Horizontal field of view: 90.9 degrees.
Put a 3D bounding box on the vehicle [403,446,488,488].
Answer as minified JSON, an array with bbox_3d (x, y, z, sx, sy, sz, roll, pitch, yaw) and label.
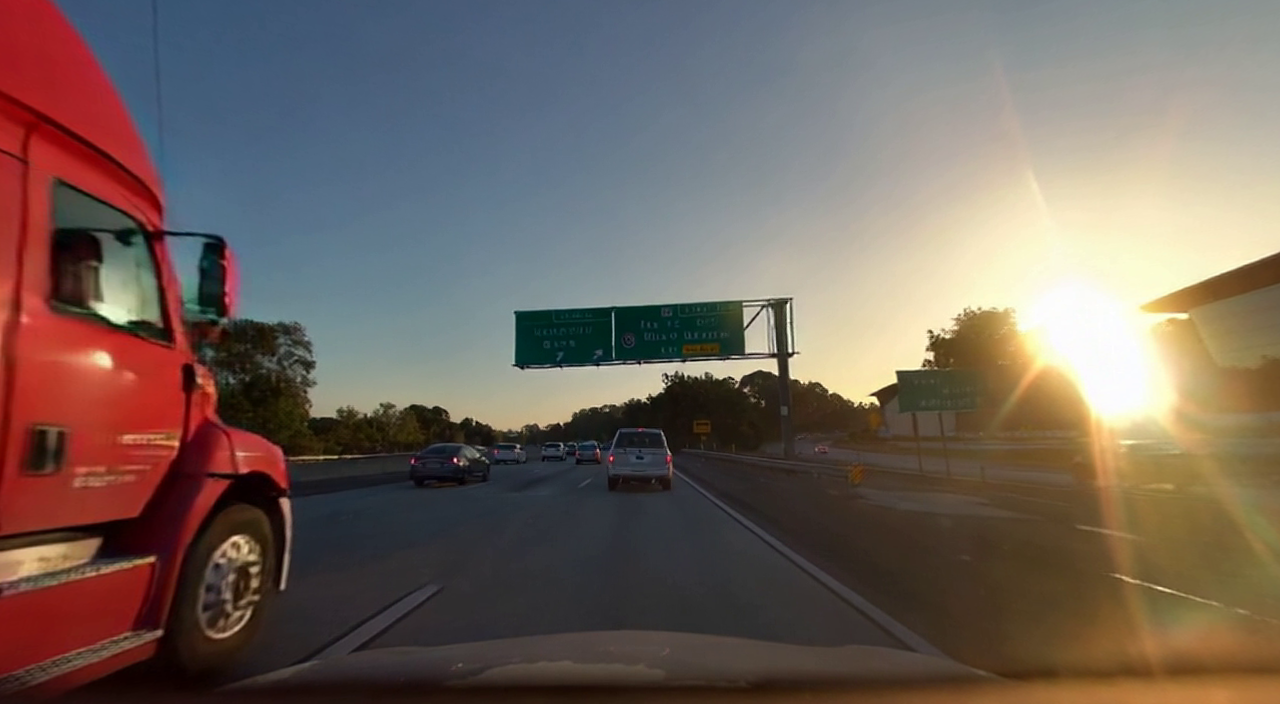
[{"bbox_3d":[-7.357,4.385,24.372,1.869,1.466,4.217,0,-9,1],"label":"vehicle"}]

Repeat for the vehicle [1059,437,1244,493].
[{"bbox_3d":[15.280,3.391,19.292,1.918,1.472,4.782,-1,-9,4],"label":"vehicle"}]

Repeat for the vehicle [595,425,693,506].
[{"bbox_3d":[0.080,2.806,15.954,2.152,1.779,3.924,0,-9,0],"label":"vehicle"}]

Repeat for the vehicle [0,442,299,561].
[{"bbox_3d":[-7.589,2.189,10.044,1.864,1.458,4.295,0,-9,0],"label":"vehicle"}]

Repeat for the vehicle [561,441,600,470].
[{"bbox_3d":[-3.527,6.227,38.202,1.952,1.649,4.131,0,-9,1],"label":"vehicle"}]
